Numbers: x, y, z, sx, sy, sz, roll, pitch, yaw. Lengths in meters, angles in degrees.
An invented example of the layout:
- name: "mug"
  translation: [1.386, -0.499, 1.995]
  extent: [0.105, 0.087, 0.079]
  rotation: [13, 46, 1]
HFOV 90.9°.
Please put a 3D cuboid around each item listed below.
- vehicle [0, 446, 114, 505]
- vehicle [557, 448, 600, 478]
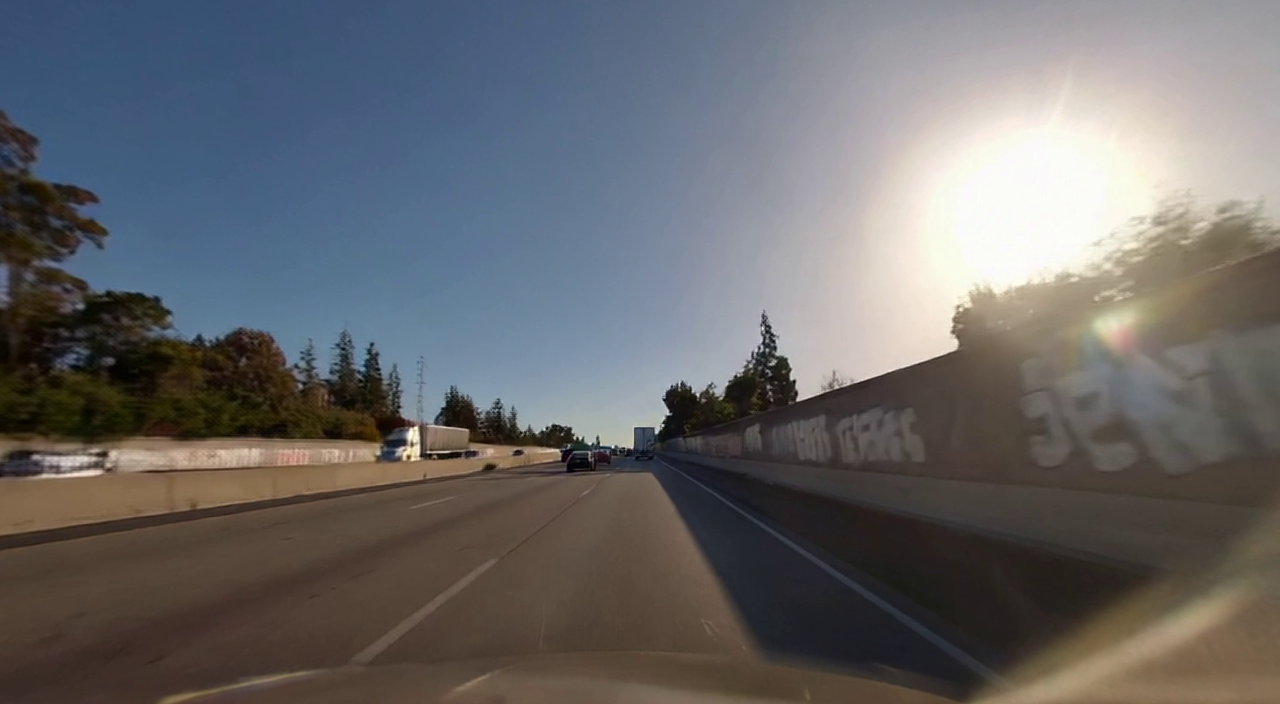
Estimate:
- name: "vehicle"
  translation: [-22.040, 4.353, 22.615]
  extent: [2.061, 1.935, 4.754]
  rotation: [0, -9, 1]
- name: "vehicle"
  translation: [-3.234, 5.881, 33.712]
  extent: [1.803, 1.466, 4.509]
  rotation: [0, -9, 0]
